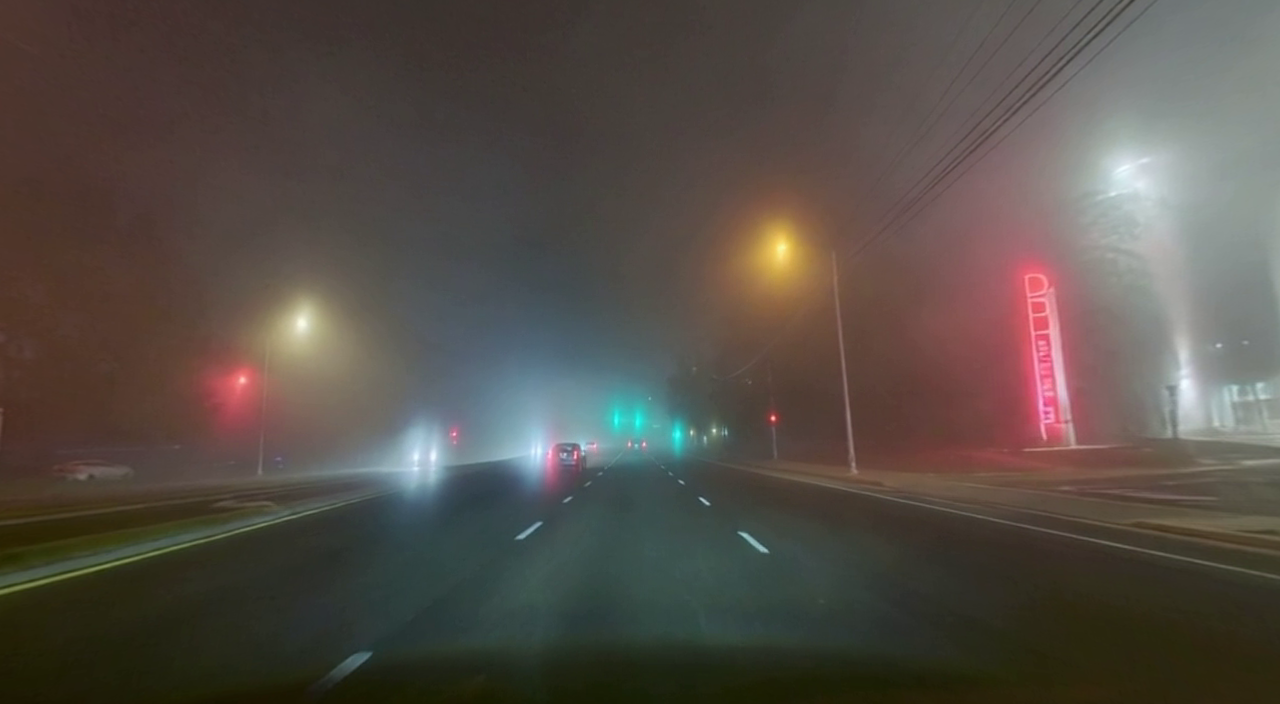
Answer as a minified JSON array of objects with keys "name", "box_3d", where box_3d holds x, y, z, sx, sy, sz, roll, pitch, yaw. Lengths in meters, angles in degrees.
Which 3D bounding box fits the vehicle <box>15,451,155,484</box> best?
[{"name":"vehicle","box_3d":[-33.945,7.064,38.647,6.134,1.918,2.296,0,-9,-4]}]

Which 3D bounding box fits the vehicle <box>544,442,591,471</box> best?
[{"name":"vehicle","box_3d":[-3.938,5.748,34.814,2.076,1.444,4.328,0,-9,0]}]
